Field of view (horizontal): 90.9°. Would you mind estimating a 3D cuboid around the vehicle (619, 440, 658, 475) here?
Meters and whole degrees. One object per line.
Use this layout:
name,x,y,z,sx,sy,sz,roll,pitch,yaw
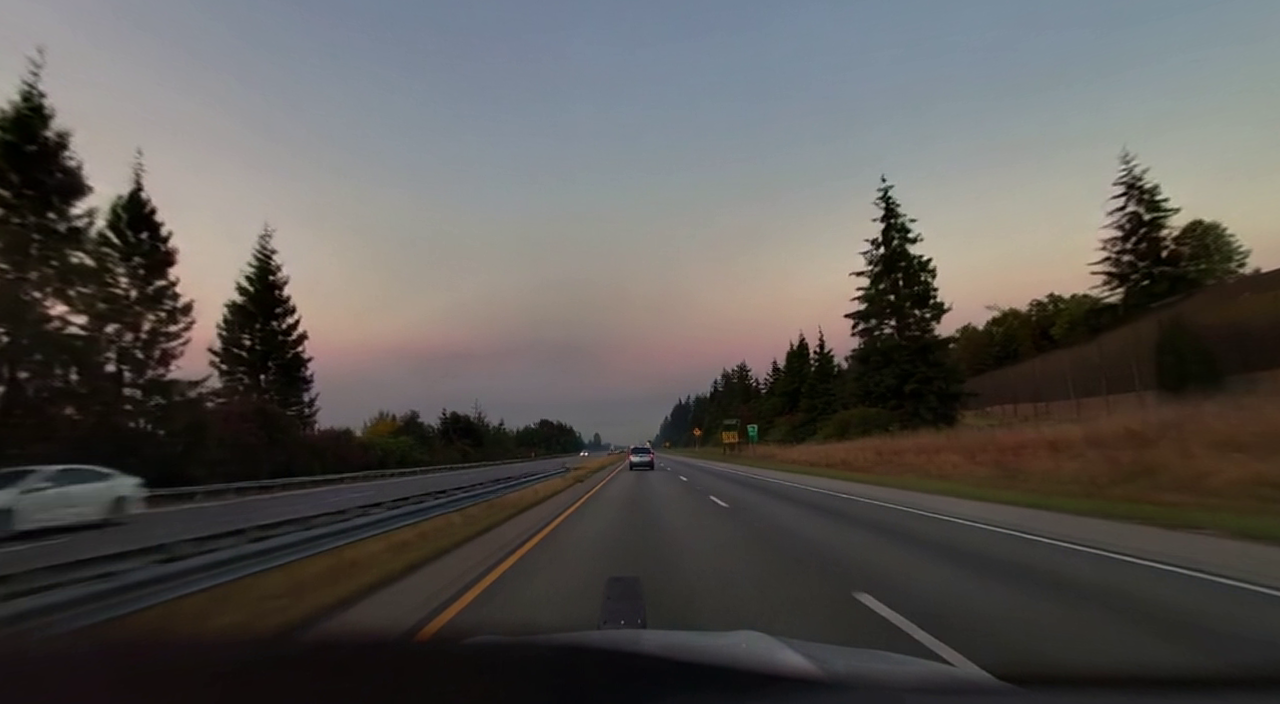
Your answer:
vehicle,-0.080,6.078,36.482,2.105,1.865,4.102,0,-9,0
